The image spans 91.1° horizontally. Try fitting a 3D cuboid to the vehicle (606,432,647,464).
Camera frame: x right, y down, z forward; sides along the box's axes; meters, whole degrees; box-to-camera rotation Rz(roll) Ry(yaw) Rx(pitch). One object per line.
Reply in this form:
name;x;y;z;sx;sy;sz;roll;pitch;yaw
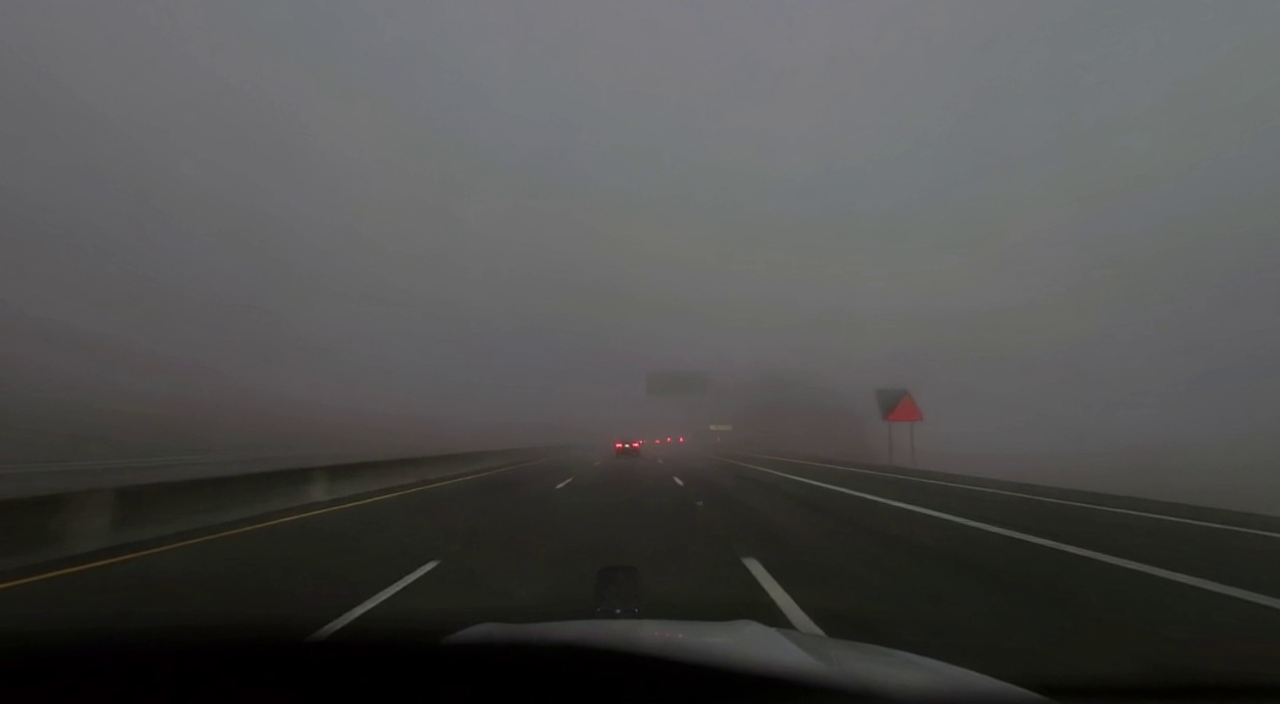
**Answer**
vehicle;-0.713;5.124;33.899;2.039;1.589;4.324;0;-8;-1
